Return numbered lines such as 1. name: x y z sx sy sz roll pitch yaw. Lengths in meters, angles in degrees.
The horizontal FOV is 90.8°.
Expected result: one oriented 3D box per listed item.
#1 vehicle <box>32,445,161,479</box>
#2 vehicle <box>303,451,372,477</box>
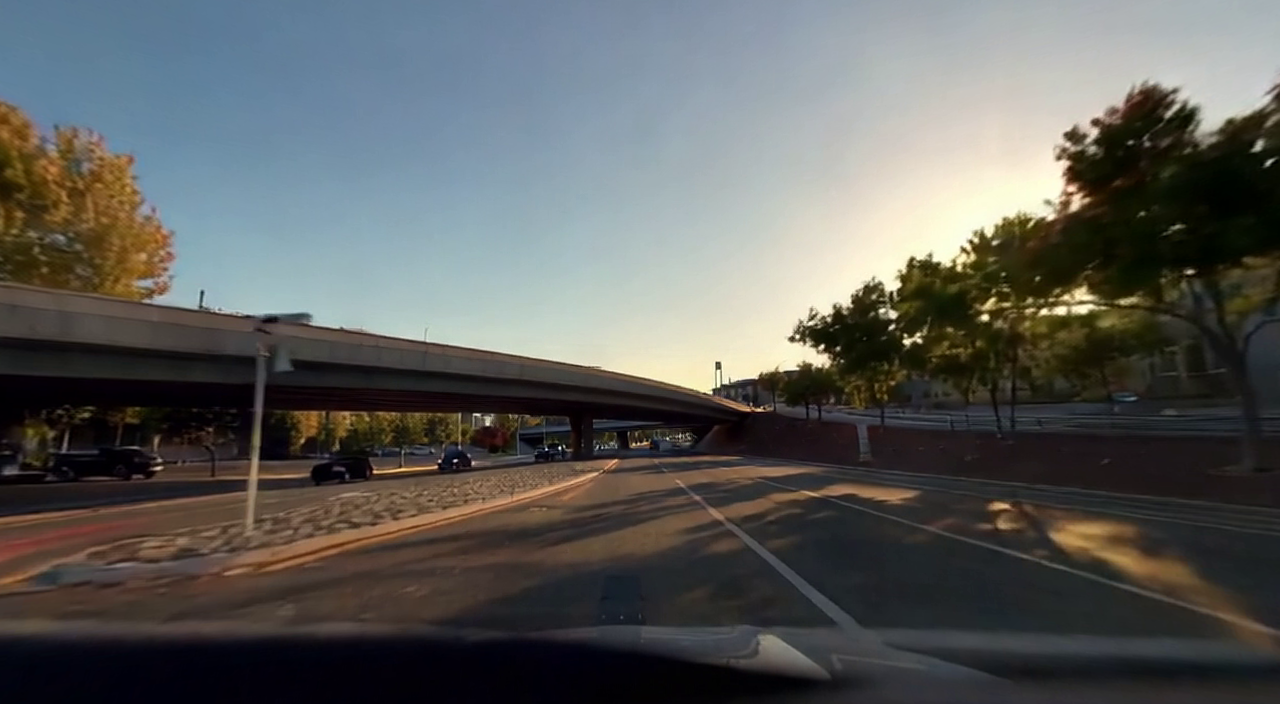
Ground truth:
1. vehicle: -30.649 6.164 35.834 1.915 1.768 5.060 -5 -10 30
2. vehicle: -19.047 7.055 39.993 2.001 1.468 4.746 0 -8 0
